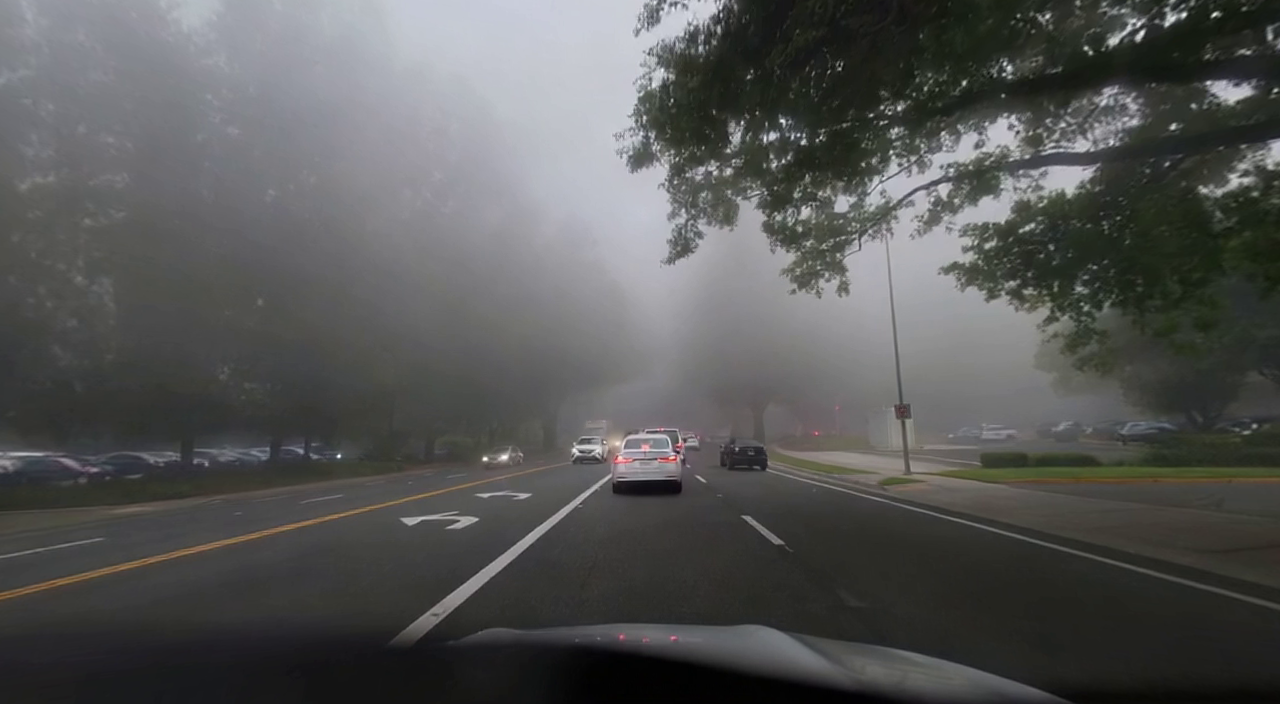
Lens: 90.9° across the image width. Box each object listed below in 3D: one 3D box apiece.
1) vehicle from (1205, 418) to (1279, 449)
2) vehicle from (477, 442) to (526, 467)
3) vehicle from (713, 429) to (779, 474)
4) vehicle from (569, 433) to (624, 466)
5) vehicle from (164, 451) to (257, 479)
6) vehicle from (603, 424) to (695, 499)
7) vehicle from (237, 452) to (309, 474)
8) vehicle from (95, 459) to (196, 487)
[{"bbox_3d":[38.146,5.040,38.933,4.512,1.785,1.895,-1,-8,1],"label":"vehicle"},{"bbox_3d":[-8.901,6.639,41.036,1.909,1.471,4.502,-1,-8,4],"label":"vehicle"},{"bbox_3d":[4.607,4.395,28.091,2.155,1.786,4.459,0,-8,1],"label":"vehicle"},{"bbox_3d":[-2.481,5.718,37.243,2.057,1.786,4.725,-2,-8,11],"label":"vehicle"},{"bbox_3d":[-27.667,7.271,40.699,4.743,1.671,1.842,-1,-8,4],"label":"vehicle"},{"bbox_3d":[0.216,2.876,16.942,2.154,1.710,4.128,-1,-8,0],"label":"vehicle"},{"bbox_3d":[-26.576,8.010,45.666,4.260,1.498,1.769,-2,-8,10],"label":"vehicle"},{"bbox_3d":[-27.872,6.803,35.606,4.391,1.442,1.763,-1,-8,5],"label":"vehicle"}]
